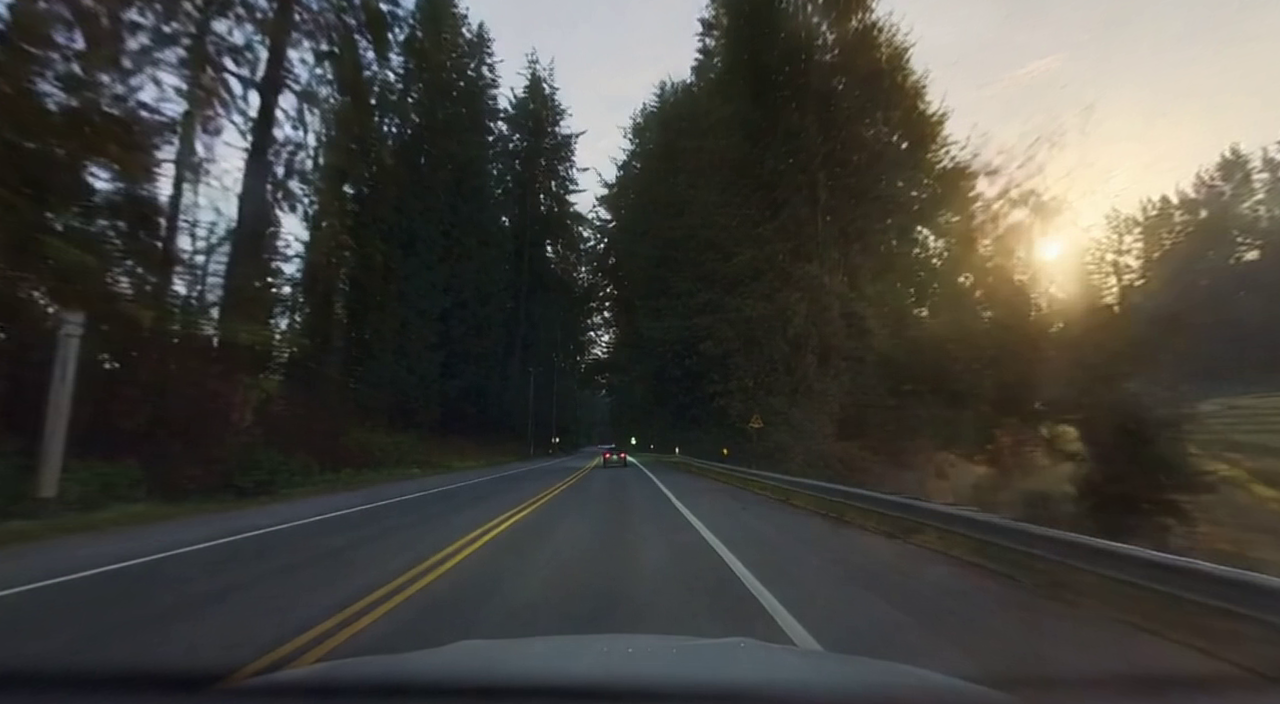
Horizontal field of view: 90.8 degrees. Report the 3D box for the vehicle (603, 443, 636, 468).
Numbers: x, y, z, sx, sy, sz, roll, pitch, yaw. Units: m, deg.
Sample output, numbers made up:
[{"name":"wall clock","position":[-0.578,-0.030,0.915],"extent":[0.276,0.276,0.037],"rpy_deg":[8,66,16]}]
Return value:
[{"name":"vehicle","position":[-1.356,6.763,41.432],"extent":[2.042,1.489,3.963],"rpy_deg":[0,-8,-2]}]
